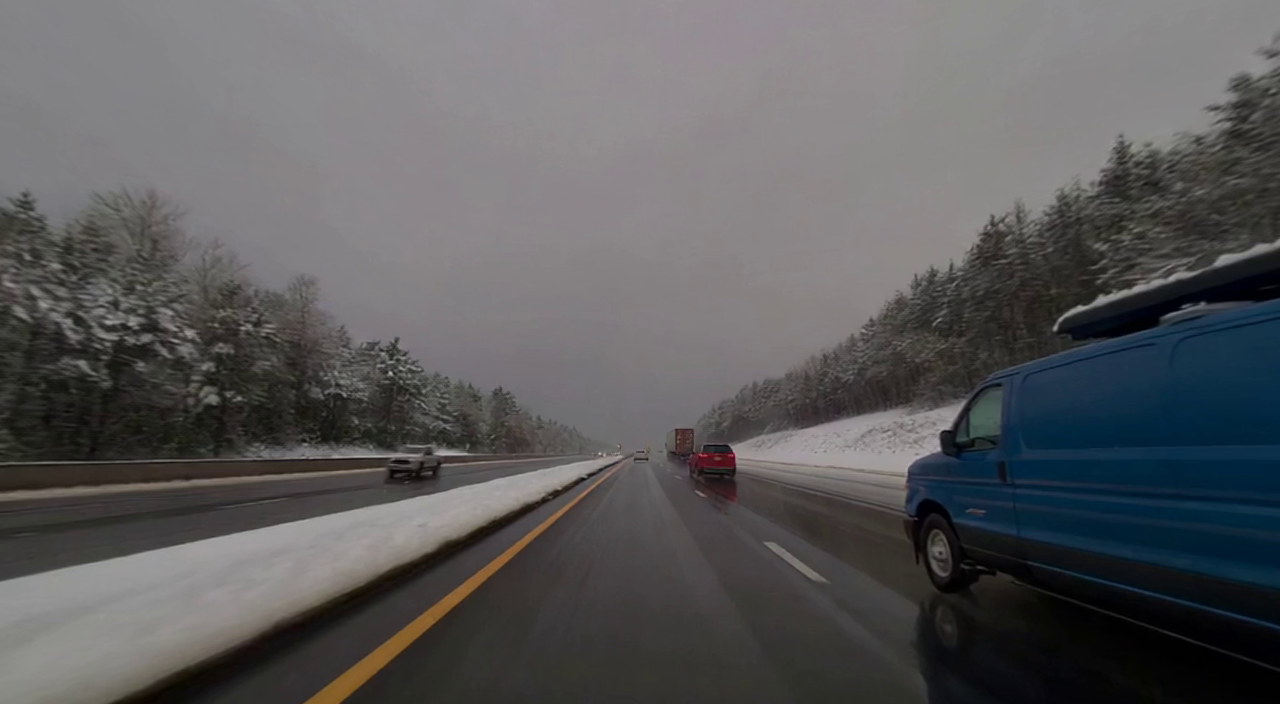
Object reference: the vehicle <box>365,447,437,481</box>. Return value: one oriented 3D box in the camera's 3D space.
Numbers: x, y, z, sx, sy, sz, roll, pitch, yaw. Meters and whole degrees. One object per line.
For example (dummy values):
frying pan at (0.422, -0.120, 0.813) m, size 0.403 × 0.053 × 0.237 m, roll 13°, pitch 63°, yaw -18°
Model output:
vehicle at (-11.332, 5.308, 30.184) m, size 1.879 × 1.504 × 3.929 m, roll 0°, pitch -9°, yaw 0°

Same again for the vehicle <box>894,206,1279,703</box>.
vehicle at (3.744, 0.730, 3.736) m, size 2.242 × 2.285 × 5.233 m, roll 0°, pitch -9°, yaw 0°

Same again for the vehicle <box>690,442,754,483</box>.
vehicle at (3.520, 4.856, 28.053) m, size 2.130 × 1.658 × 4.537 m, roll 0°, pitch -9°, yaw -1°
